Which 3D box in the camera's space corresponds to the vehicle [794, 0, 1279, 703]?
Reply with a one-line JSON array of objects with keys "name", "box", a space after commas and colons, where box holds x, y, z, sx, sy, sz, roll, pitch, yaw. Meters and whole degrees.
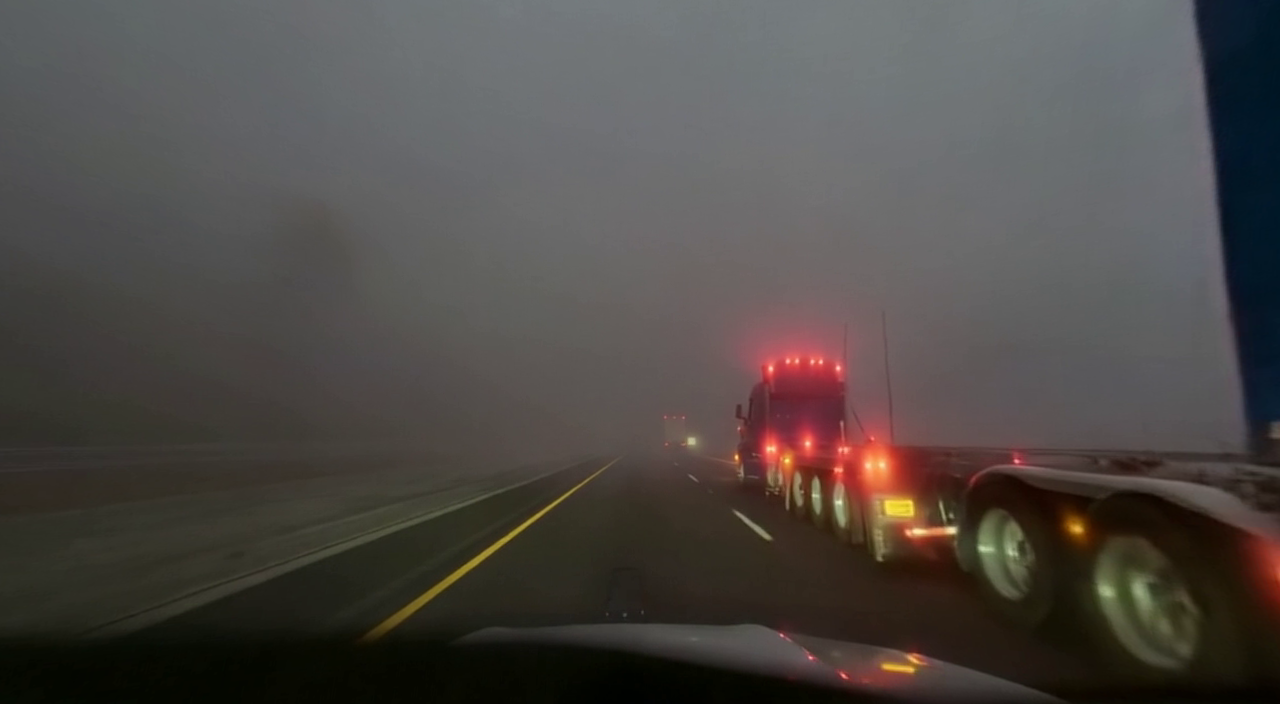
[{"name": "vehicle", "box": [4.026, -0.222, 1.974, 2.976, 4.114, 16.788, 0, -8, 0]}]
